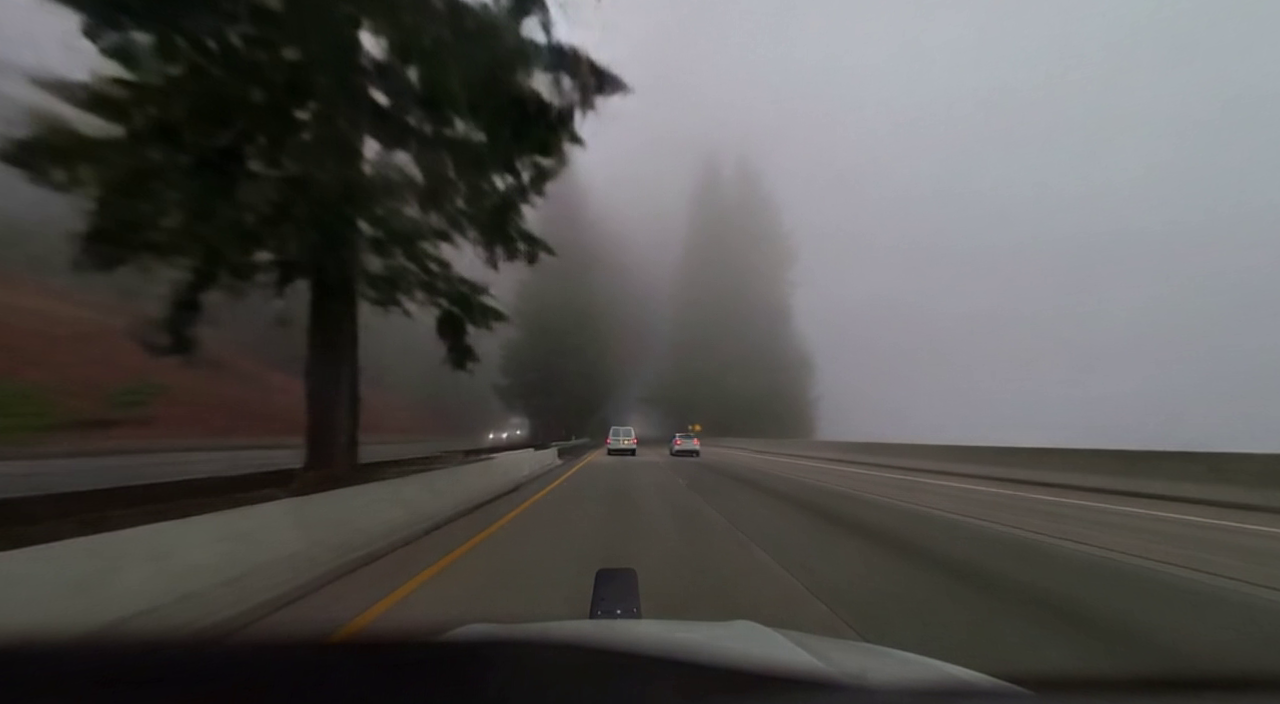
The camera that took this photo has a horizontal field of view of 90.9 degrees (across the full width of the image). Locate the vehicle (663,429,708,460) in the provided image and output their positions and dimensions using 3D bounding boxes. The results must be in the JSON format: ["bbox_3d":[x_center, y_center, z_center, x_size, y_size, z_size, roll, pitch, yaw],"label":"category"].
[{"bbox_3d":[2.442,5.081,34.804,1.996,1.589,3.715,0,-8,-3],"label":"vehicle"}]

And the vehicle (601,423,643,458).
[{"bbox_3d":[-1.115,5.434,38.953,2.403,1.994,4.683,0,-8,-2],"label":"vehicle"}]
